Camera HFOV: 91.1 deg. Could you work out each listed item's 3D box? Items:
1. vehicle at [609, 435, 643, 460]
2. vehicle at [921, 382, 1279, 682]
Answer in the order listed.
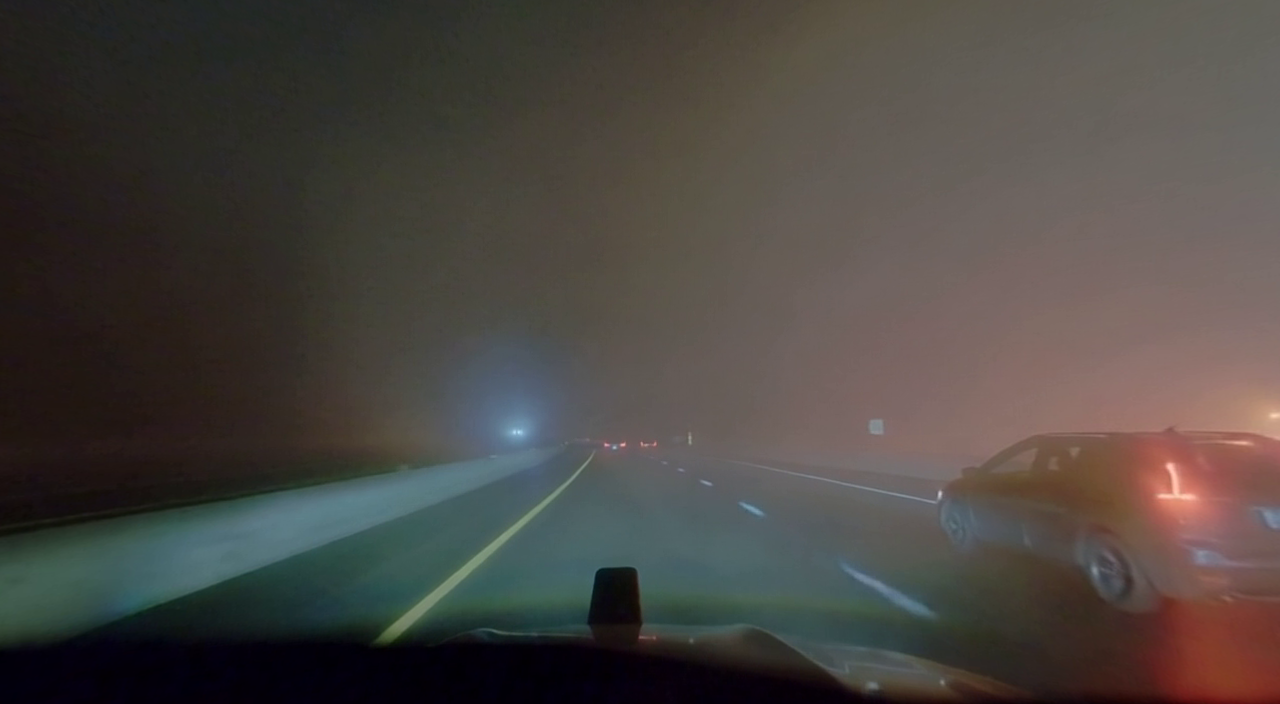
[{"bbox_3d":[-0.921,5.947,39.343,1.998,1.512,3.735,0,-8,-3],"label":"vehicle"},{"bbox_3d":[4.091,1.166,5.098,1.852,1.513,3.652,0,-8,-1],"label":"vehicle"}]
